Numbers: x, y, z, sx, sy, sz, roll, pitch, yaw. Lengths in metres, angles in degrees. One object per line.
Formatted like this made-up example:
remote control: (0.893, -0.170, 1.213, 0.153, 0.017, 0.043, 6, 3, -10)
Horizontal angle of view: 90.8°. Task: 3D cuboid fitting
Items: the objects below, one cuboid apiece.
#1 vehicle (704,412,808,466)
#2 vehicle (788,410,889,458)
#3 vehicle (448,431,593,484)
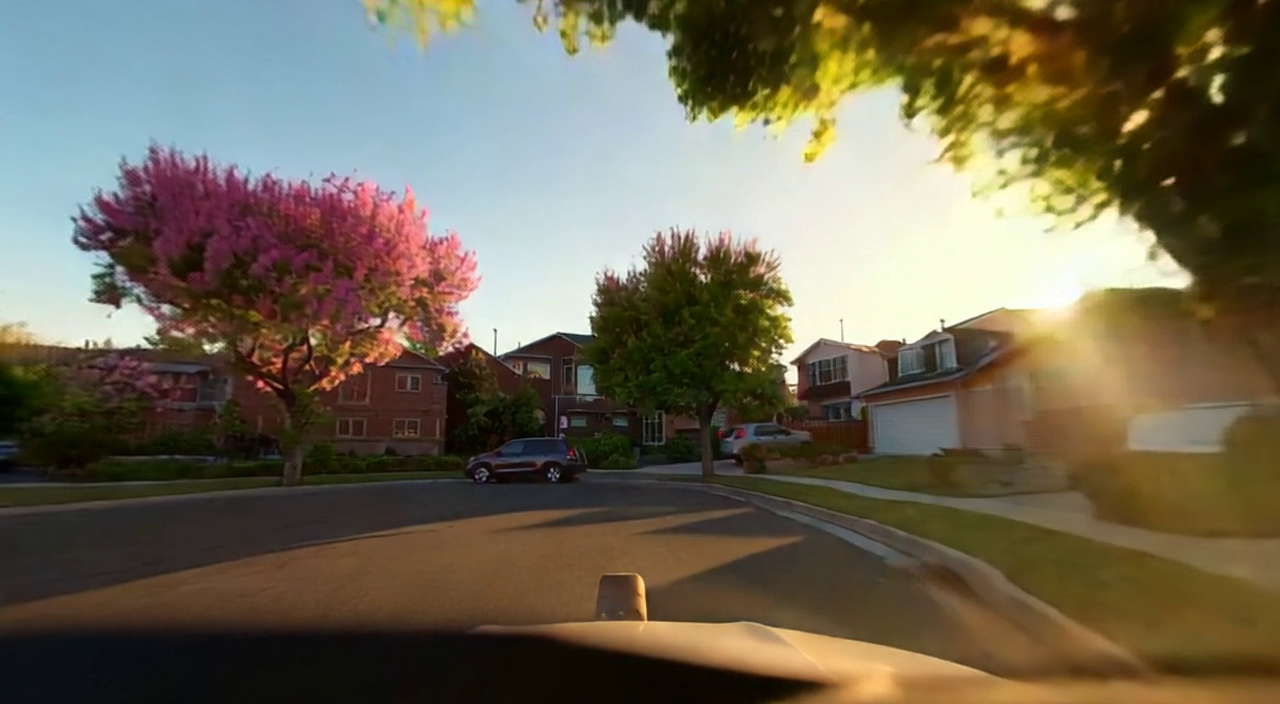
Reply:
vehicle: (4.975, 3.619, 26.744, 2.310, 1.701, 4.280, -8, -4, 42)
vehicle: (8.300, 3.463, 26.222, 2.152, 1.773, 4.495, -8, -12, 43)
vehicle: (-4.371, 3.916, 23.557, 4.815, 1.827, 2.147, -2, -9, 10)
